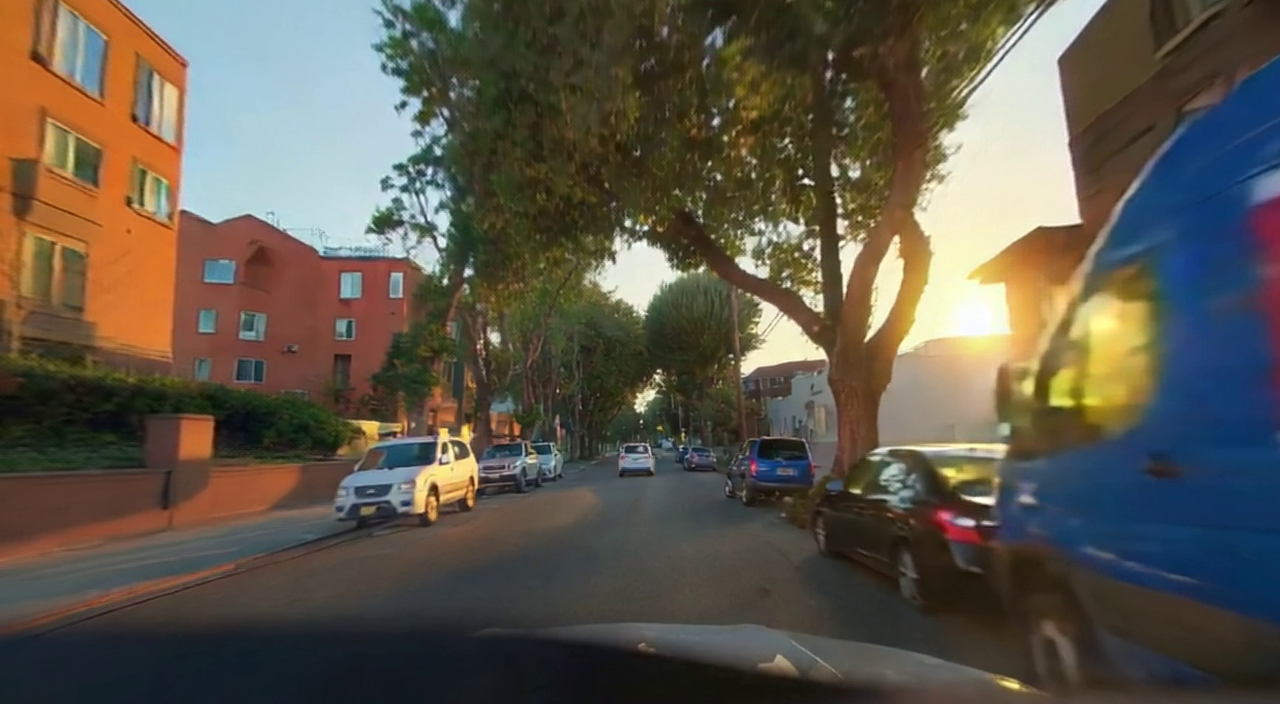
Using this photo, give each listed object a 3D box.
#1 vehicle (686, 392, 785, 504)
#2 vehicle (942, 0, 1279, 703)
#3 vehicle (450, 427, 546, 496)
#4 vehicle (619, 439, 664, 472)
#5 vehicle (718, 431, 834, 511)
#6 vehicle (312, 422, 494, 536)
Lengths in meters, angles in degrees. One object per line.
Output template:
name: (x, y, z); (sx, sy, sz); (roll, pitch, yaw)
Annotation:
vehicle: (2.922, 2.912, 21.008); (2.489, 3.082, 6.627); (1, -4, 2)
vehicle: (3.048, 0.201, 0.967); (2.245, 2.843, 5.762); (0, -8, 0)
vehicle: (-4.540, 3.502, 20.845); (2.022, 1.721, 4.355); (1, -3, 2)
vehicle: (0.126, 5.029, 30.828); (2.095, 1.510, 3.605); (0, -8, 2)
vehicle: (3.086, 2.756, 15.184); (1.901, 1.649, 4.118); (0, -8, 0)
vehicle: (-4.303, 2.280, 12.222); (1.951, 1.662, 4.046); (1, -4, 0)
